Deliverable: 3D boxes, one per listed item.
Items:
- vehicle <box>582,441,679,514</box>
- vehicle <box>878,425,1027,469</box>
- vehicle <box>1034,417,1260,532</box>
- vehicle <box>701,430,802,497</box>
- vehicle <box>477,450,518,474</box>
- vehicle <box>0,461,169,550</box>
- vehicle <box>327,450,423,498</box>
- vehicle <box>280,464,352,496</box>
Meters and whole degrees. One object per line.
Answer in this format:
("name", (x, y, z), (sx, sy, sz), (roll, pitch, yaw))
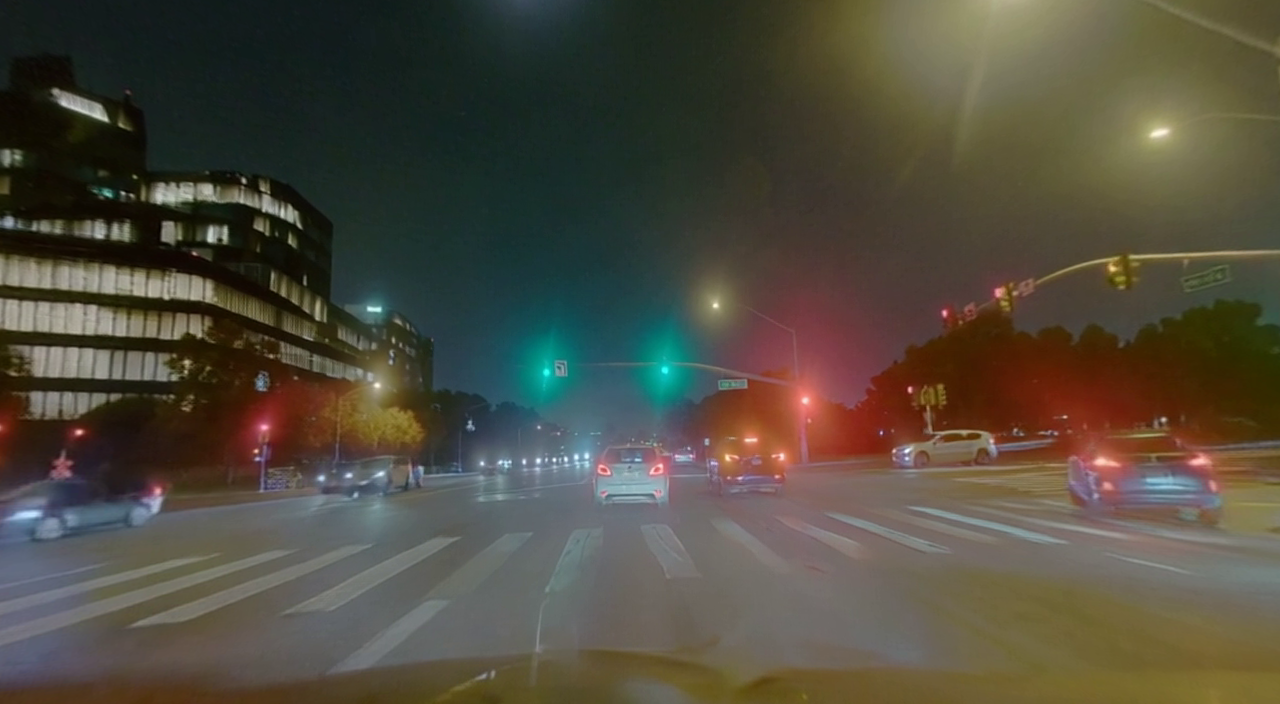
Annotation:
("vehicle", (-0.254, 2.925, 15.237), (2.034, 1.500, 3.966), (0, -8, -1))
("vehicle", (15.129, 4.654, 31.006), (6.013, 2.030, 2.461), (-2, -9, 12))
("vehicle", (9.277, 2.229, 12.112), (2.039, 1.760, 4.319), (-3, -9, 21))
("vehicle", (3.207, 3.321, 19.187), (2.107, 1.773, 4.557), (0, -8, -1))
("vehicle", (-11.055, 8.576, 49.498), (2.102, 1.758, 4.532), (0, -8, 1))
("vehicle", (-14.841, 3.781, 16.197), (1.908, 1.797, 4.620), (0, -8, 1))
("vehicle", (-11.253, 5.179, 27.255), (2.078, 1.795, 4.636), (0, -8, 1))
("vehicle", (-18.302, 7.223, 35.903), (1.840, 1.511, 4.229), (0, -8, 0))
